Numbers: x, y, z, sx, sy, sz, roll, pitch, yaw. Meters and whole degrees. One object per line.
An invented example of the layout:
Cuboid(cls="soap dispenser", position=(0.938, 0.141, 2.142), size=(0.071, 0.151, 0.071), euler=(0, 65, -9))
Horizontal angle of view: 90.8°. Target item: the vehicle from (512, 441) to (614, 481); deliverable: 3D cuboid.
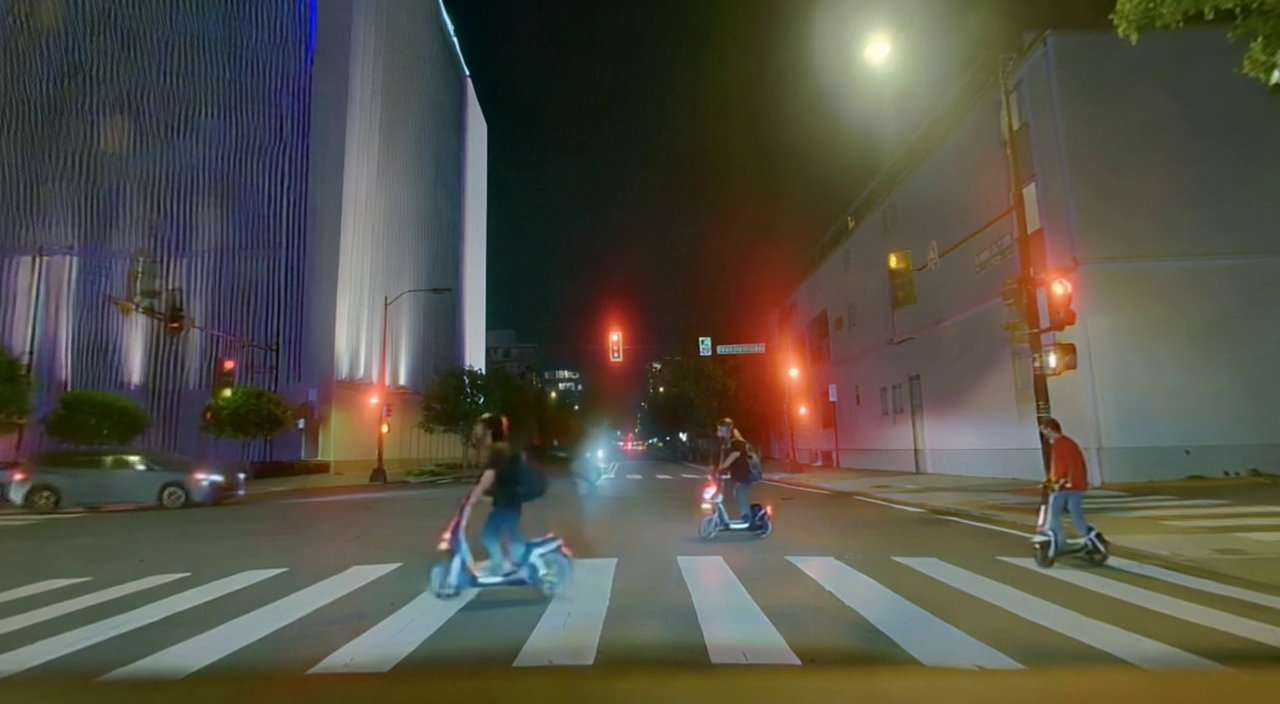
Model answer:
Cuboid(cls="vehicle", position=(-3.296, 4.771, 27.976), size=(2.051, 1.616, 4.641), euler=(-5, -10, 30))

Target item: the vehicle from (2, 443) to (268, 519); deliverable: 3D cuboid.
Cuboid(cls="vehicle", position=(-12.572, 3.217, 16.086), size=(4.802, 1.724, 2.122), euler=(0, -8, -5))
